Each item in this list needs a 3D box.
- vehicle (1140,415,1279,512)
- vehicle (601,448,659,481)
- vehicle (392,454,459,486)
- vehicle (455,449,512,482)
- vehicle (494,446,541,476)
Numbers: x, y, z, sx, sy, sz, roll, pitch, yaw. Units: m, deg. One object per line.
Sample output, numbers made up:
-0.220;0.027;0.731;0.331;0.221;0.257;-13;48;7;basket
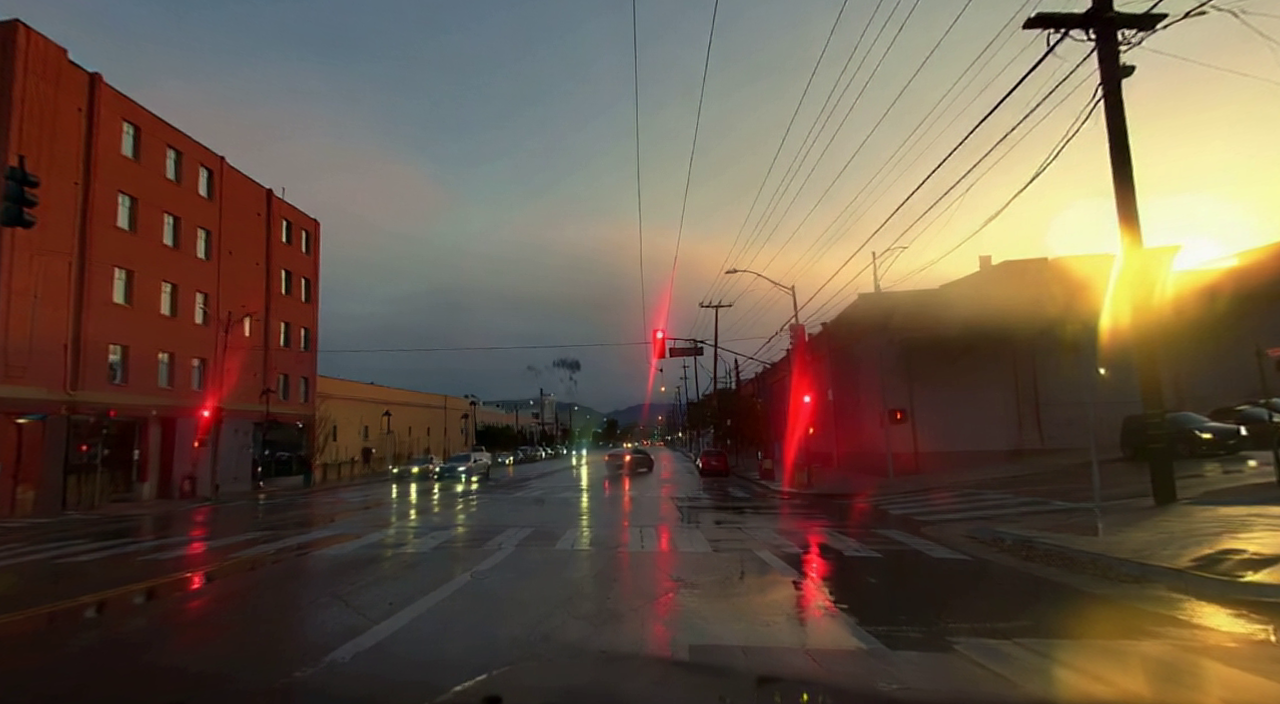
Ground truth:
12.653;2.207;12.755;3.234;1.746;1.941;-2;-10;1;vehicle
-0.461;6.022;34.016;2.120;1.650;4.525;-2;-9;13;vehicle
-12.005;6.601;35.591;1.943;1.574;4.727;0;-9;3;vehicle
-8.703;6.324;35.297;2.020;1.672;3.842;0;-9;3;vehicle
-8.195;7.316;42.578;2.096;1.830;4.752;0;-9;2;vehicle
